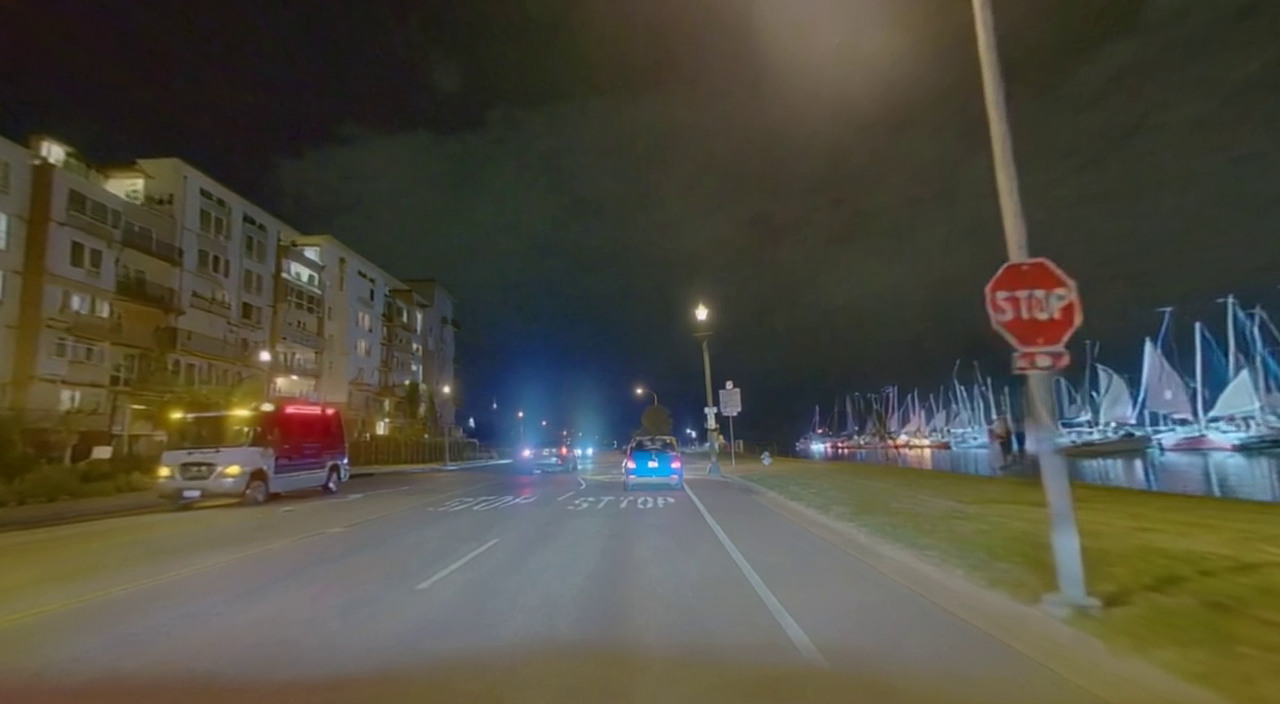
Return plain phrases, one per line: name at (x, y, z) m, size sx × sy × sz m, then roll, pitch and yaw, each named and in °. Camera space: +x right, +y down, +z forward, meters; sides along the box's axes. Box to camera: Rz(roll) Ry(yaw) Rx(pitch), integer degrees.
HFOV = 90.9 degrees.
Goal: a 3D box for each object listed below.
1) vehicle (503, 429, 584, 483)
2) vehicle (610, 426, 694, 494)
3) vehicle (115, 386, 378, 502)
vehicle at (-3.236, 3.612, 22.064) m, size 2.056 × 1.680 × 4.205 m, roll -1°, pitch -8°, yaw 1°
vehicle at (0.296, 2.919, 17.296) m, size 2.057 × 1.624 × 3.726 m, roll 0°, pitch -8°, yaw 0°
vehicle at (-13.181, 3.304, 22.678) m, size 2.924 × 3.288 × 9.352 m, roll -1°, pitch -8°, yaw 4°
